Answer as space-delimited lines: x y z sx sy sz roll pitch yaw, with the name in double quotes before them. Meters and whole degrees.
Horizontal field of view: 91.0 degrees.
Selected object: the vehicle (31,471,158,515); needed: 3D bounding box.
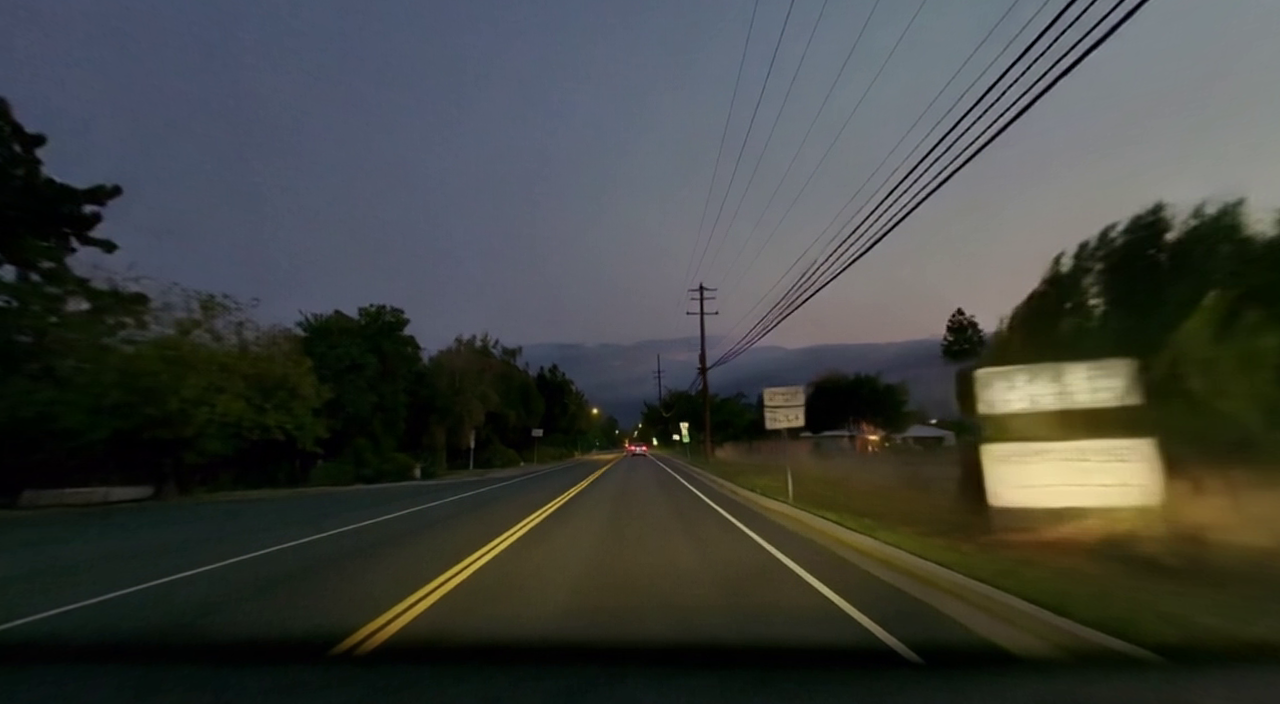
"vehicle" -28.406 7.335 32.897 4.729 1.830 2.178 -4 -9 3
